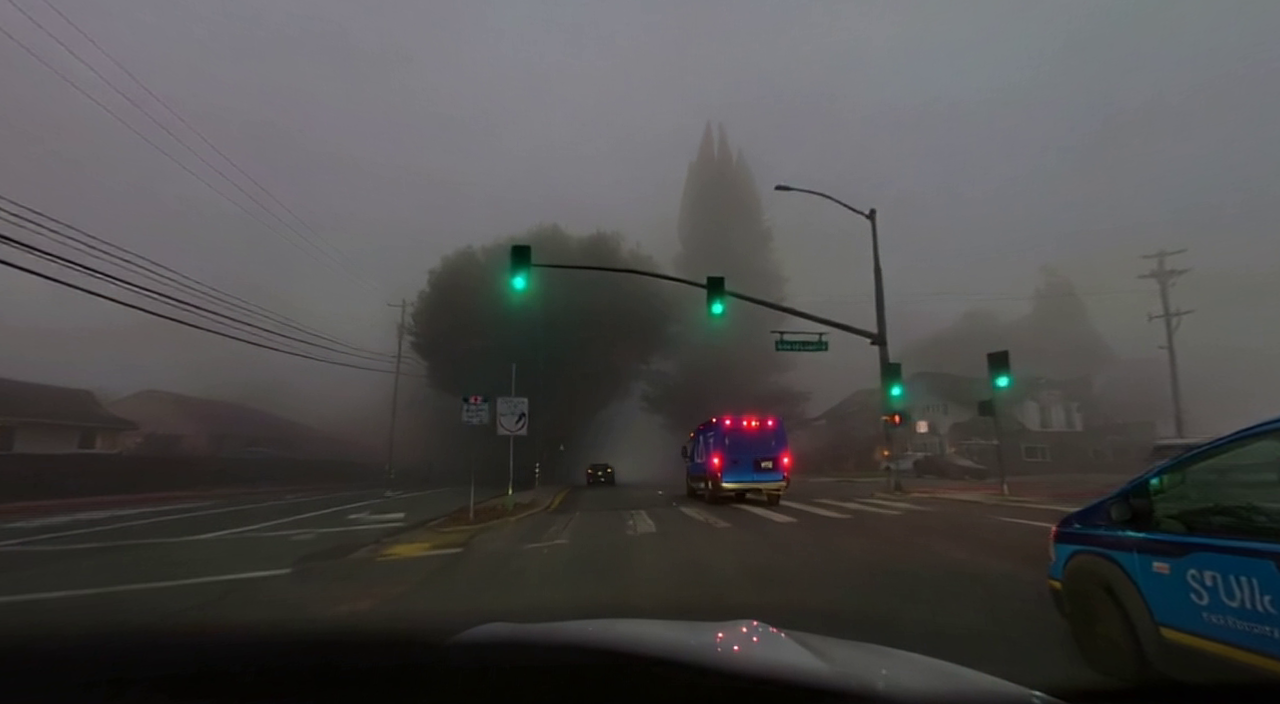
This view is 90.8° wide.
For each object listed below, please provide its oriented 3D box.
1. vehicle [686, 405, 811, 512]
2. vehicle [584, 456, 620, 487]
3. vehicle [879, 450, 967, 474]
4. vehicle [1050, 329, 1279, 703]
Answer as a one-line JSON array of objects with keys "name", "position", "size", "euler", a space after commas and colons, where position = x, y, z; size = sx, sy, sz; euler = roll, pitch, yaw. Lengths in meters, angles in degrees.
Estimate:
[{"name": "vehicle", "position": [2.990, 3.130, 19.033], "size": [2.406, 2.687, 5.521], "euler": [0, -8, -4]}, {"name": "vehicle", "position": [-2.389, 7.349, 39.070], "size": [2.114, 1.707, 3.725], "euler": [0, -8, -5]}, {"name": "vehicle", "position": [18.335, 7.101, 40.971], "size": [4.868, 1.455, 2.054], "euler": [-5, -10, 31]}, {"name": "vehicle", "position": [4.262, 0.733, 2.306], "size": [2.194, 1.922, 4.822], "euler": [0, -8, -1]}]
